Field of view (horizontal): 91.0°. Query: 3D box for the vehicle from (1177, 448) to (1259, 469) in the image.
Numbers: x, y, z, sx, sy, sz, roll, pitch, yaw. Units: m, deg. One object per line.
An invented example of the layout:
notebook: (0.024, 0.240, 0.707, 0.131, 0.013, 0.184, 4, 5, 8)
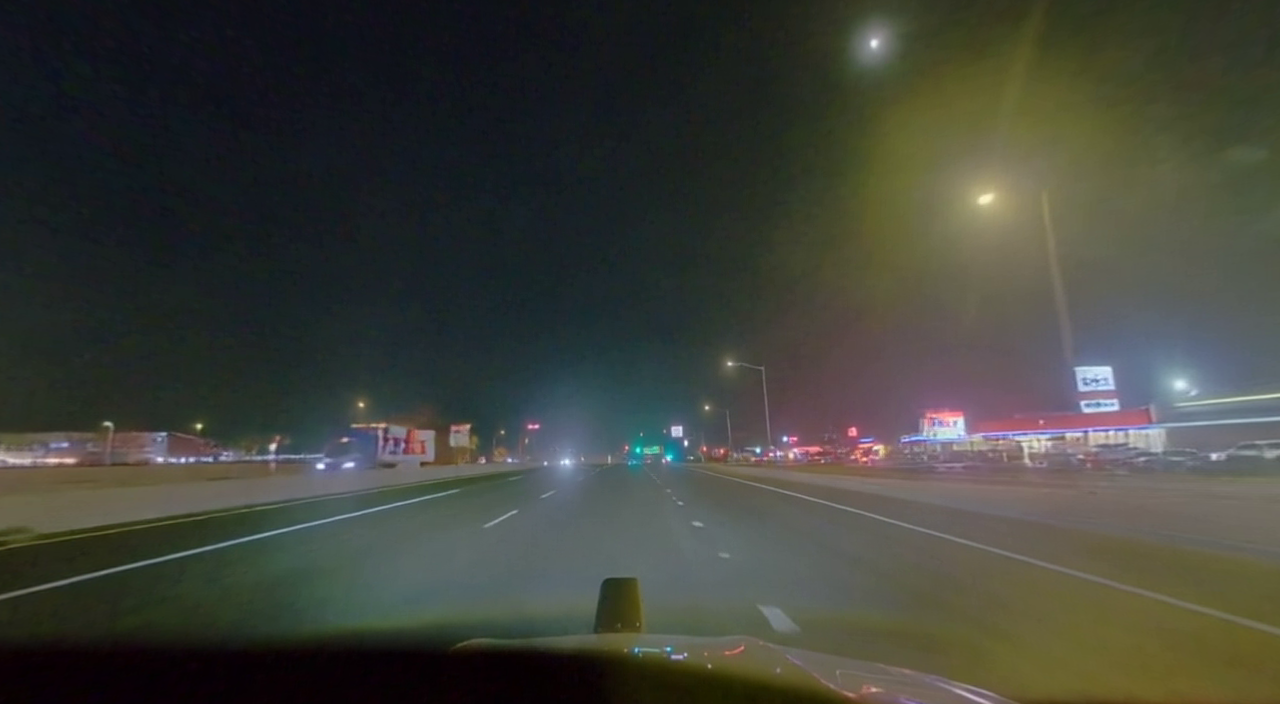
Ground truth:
vehicle: (44.979, 8.284, 49.037, 4.605, 1.545, 2.020, 1, -9, -6)

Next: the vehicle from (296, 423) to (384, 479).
vehicle: (-23.040, 7.659, 48.925, 2.971, 4.003, 7.817, 0, -9, -1)
